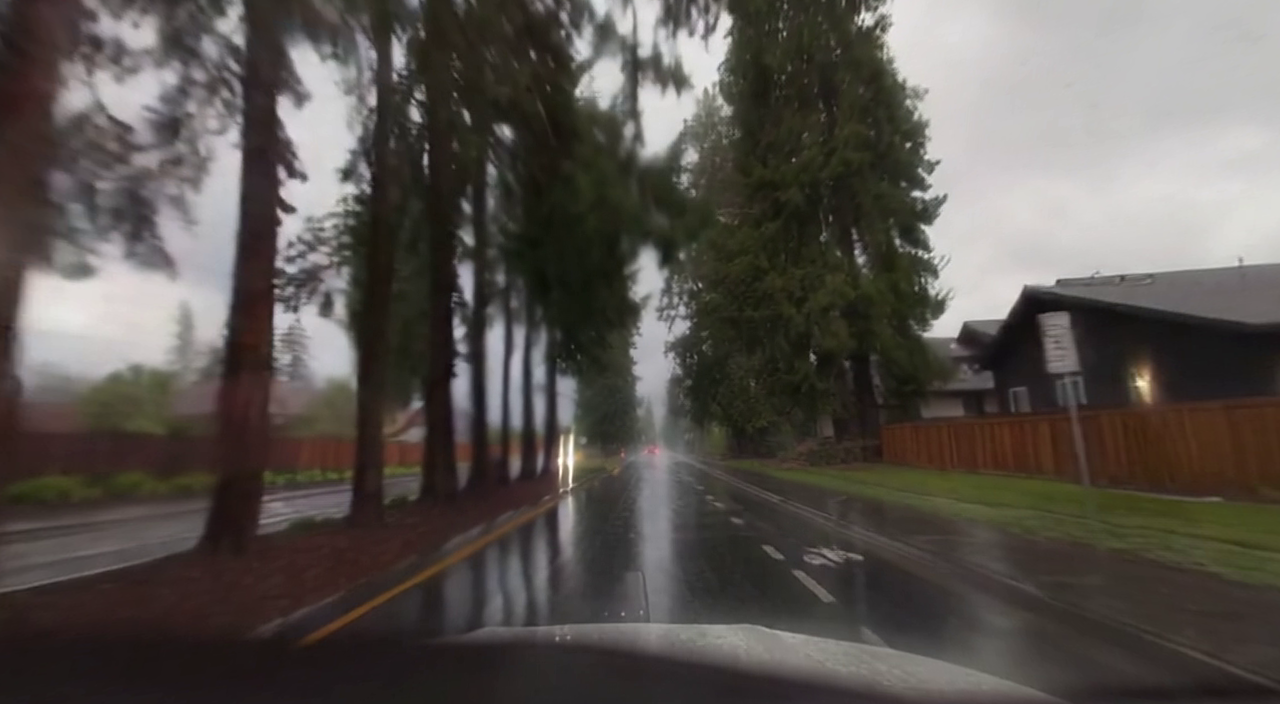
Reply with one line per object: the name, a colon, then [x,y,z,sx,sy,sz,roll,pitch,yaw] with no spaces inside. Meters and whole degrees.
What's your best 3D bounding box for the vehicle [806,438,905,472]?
vehicle: [12.213,5.863,35.851,4.807,1.865,2.160,0,-8,1]
